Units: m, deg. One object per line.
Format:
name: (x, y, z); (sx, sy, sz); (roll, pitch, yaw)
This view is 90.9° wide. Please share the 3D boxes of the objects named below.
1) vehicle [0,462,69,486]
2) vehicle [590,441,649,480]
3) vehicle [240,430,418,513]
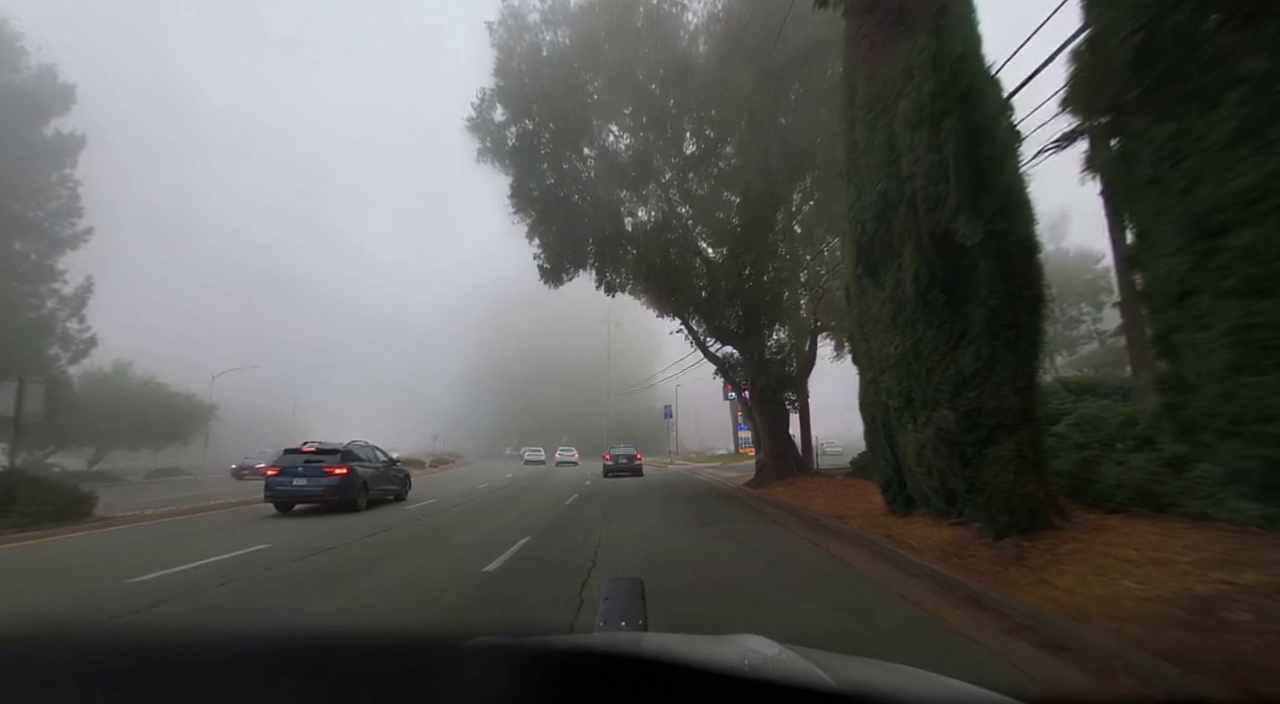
vehicle: (-47.514, 9.451, 48.839); (4.311, 1.683, 1.984); (1, -9, -7)
vehicle: (-0.939, 4.524, 26.553); (2.130, 1.476, 4.453); (1, -9, -6)
vehicle: (-7.472, 2.911, 15.831); (2.195, 1.752, 4.515); (0, -8, -1)
